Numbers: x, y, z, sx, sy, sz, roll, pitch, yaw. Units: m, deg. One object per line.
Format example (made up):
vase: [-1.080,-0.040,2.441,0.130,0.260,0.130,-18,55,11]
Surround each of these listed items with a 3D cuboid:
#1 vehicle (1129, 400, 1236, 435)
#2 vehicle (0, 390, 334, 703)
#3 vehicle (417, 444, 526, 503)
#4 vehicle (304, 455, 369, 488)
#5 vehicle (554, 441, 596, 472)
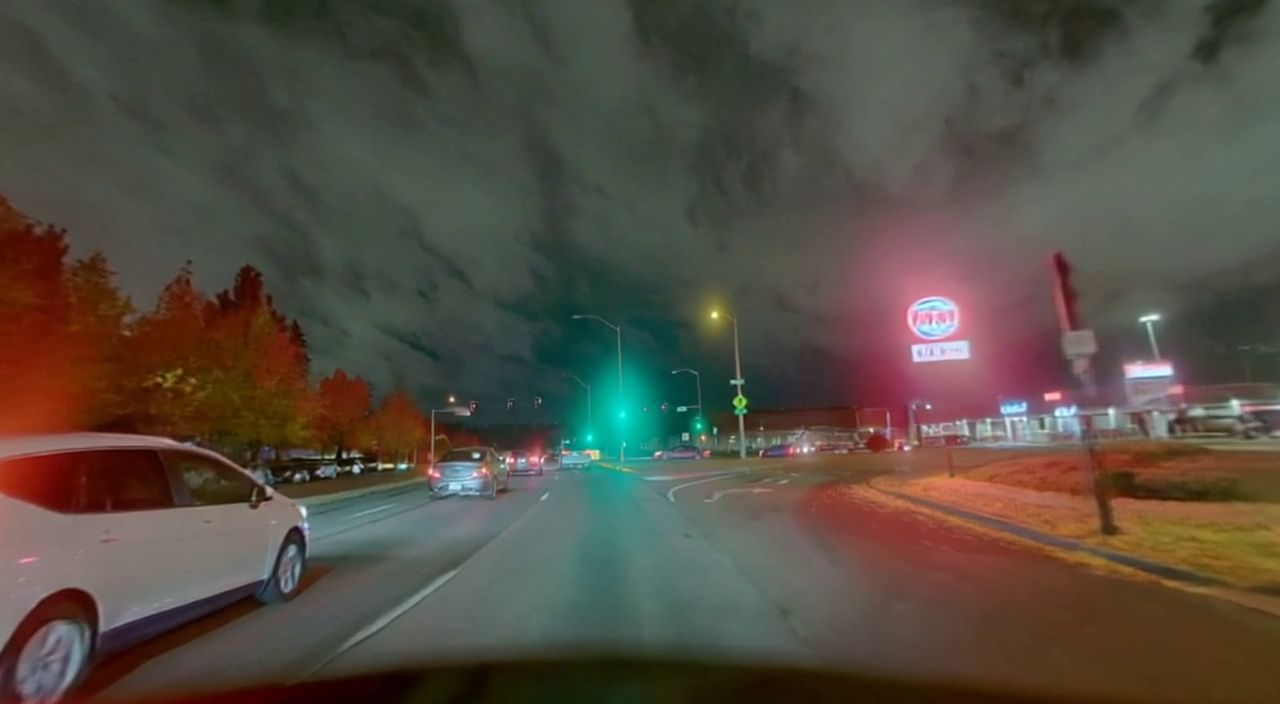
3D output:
vehicle: [33.003,3.966,38.412,2.110,1.696,4.653,15,-11,-40]
vehicle: [-4.105,1.151,3.933,2.085,1.663,4.513,1,-9,0]
vehicle: [-4.831,3.545,18.964,2.090,1.506,5.326,1,-9,-3]
vehicle: [-17.099,6.735,35.743,2.039,1.672,4.596,2,-9,-10]
vehicle: [-3.972,6.245,37.763,2.144,1.704,4.028,2,-9,-10]
